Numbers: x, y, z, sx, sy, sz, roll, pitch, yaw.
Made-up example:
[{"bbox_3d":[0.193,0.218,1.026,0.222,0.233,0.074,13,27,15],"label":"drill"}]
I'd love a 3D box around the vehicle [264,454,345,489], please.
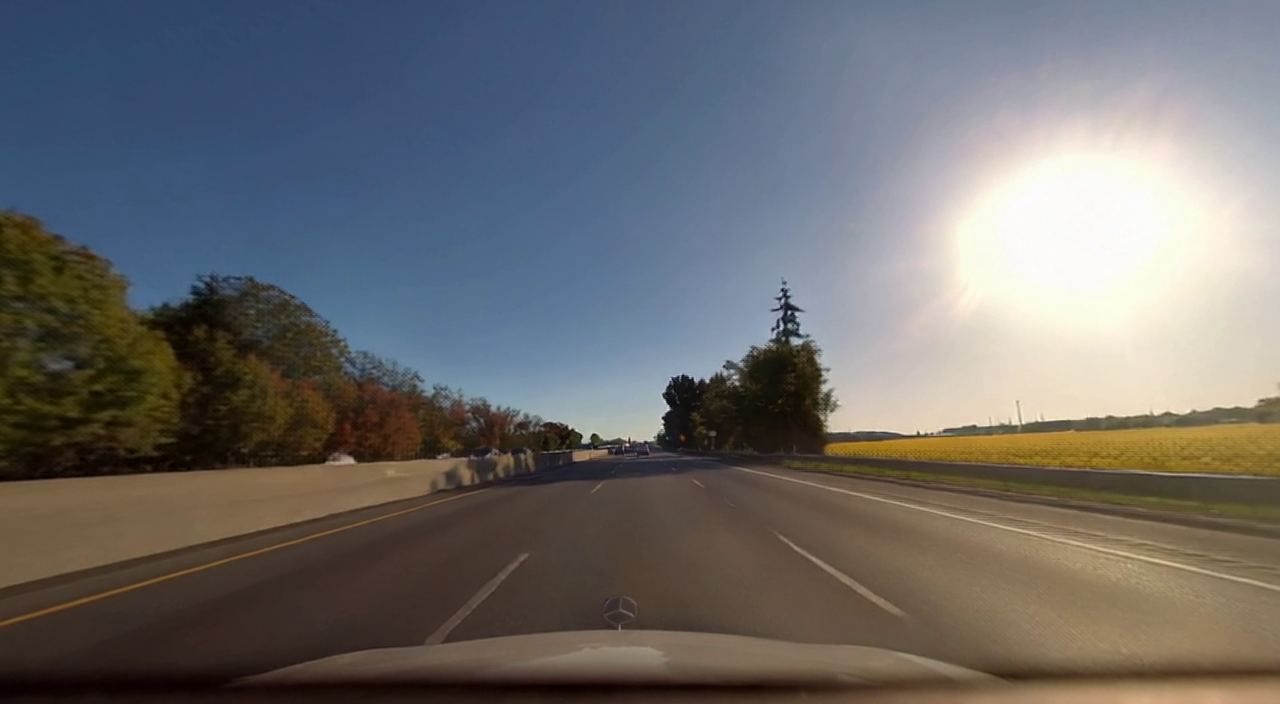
[{"bbox_3d":[-15.531,5.529,29.337,1.718,1.442,3.702,-1,-9,0],"label":"vehicle"}]
